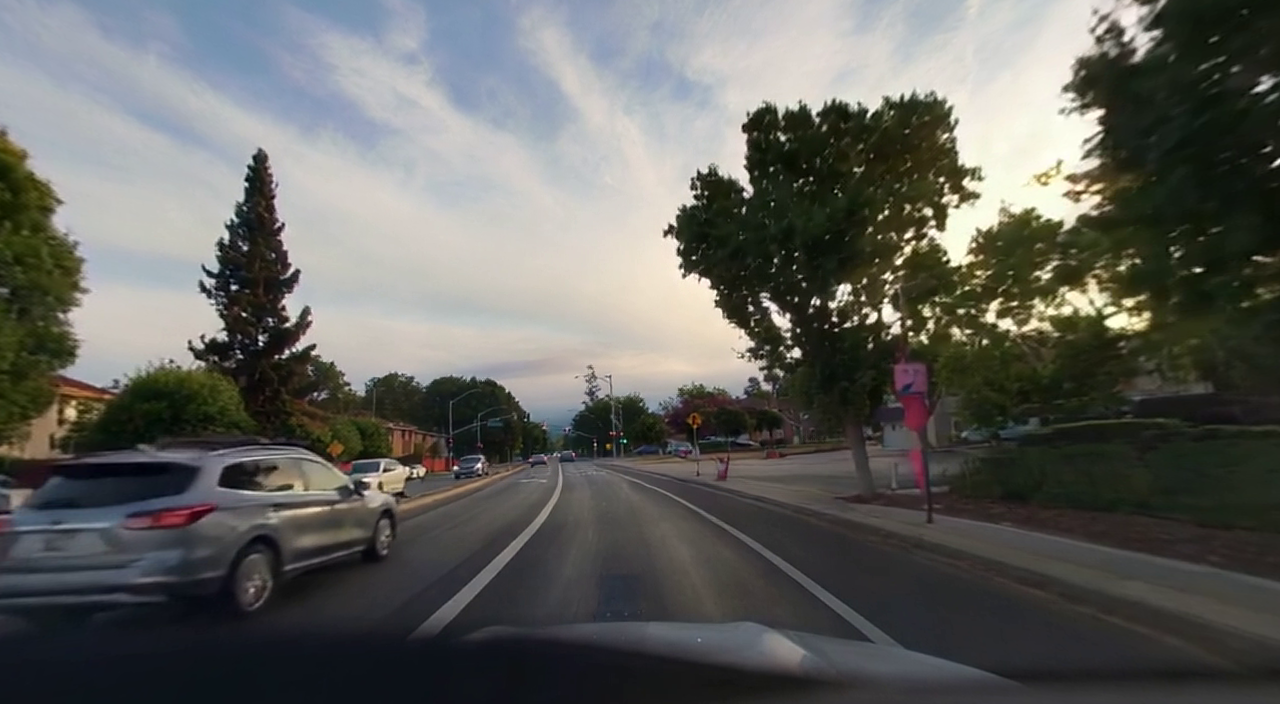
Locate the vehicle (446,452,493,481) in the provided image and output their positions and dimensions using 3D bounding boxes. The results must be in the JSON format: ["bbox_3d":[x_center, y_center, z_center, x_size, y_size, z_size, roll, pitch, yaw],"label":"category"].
[{"bbox_3d":[-10.529,7.071,39.199,2.087,1.689,4.373,1,-9,-6],"label":"vehicle"}]

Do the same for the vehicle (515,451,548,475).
[{"bbox_3d":[-7.589,7.780,44.371,2.060,1.530,4.121,1,-9,-6],"label":"vehicle"}]

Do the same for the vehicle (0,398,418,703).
[{"bbox_3d":[-3.886,1.449,5.670,2.084,1.701,4.734,0,-9,0],"label":"vehicle"}]
